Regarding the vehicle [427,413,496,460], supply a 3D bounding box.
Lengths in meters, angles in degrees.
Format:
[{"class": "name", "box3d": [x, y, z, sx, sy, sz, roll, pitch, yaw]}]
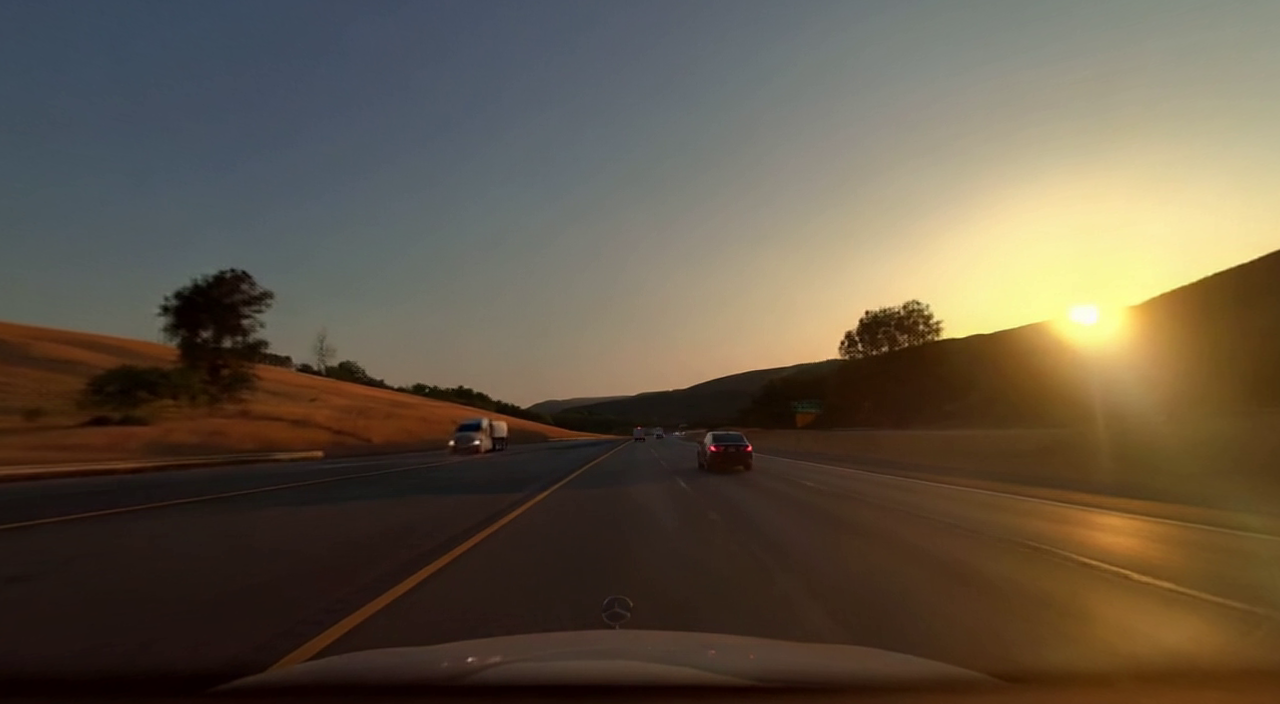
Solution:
[{"class": "vehicle", "box3d": [-12.276, 5.912, 43.904, 2.724, 2.955, 6.969, 0, -8, 1]}]

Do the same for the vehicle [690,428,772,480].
[{"class": "vehicle", "box3d": [2.969, 3.413, 21.455, 2.084, 1.583, 4.420, 0, -8, -1]}]
